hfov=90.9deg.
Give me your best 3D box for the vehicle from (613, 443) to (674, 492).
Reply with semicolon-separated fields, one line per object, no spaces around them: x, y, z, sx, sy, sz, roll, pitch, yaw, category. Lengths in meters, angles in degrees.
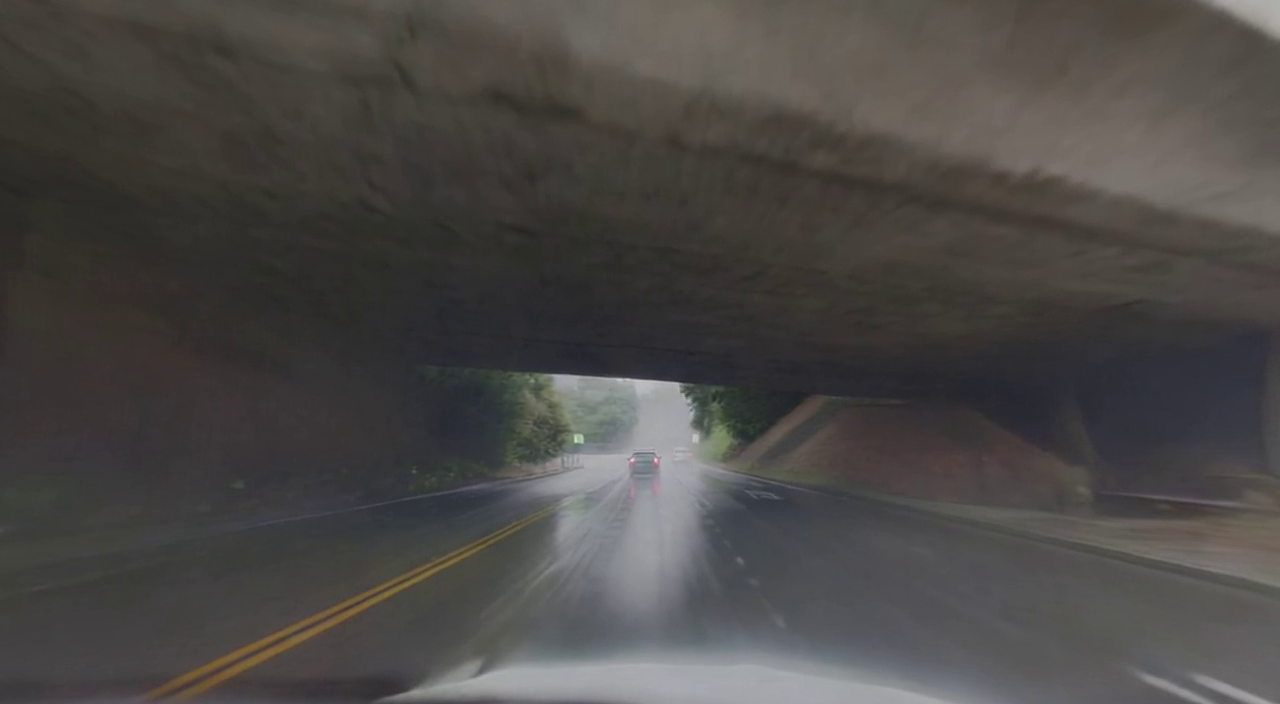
0.164;4.140;22.762;2.037;1.601;3.643;0;-9;2;vehicle
